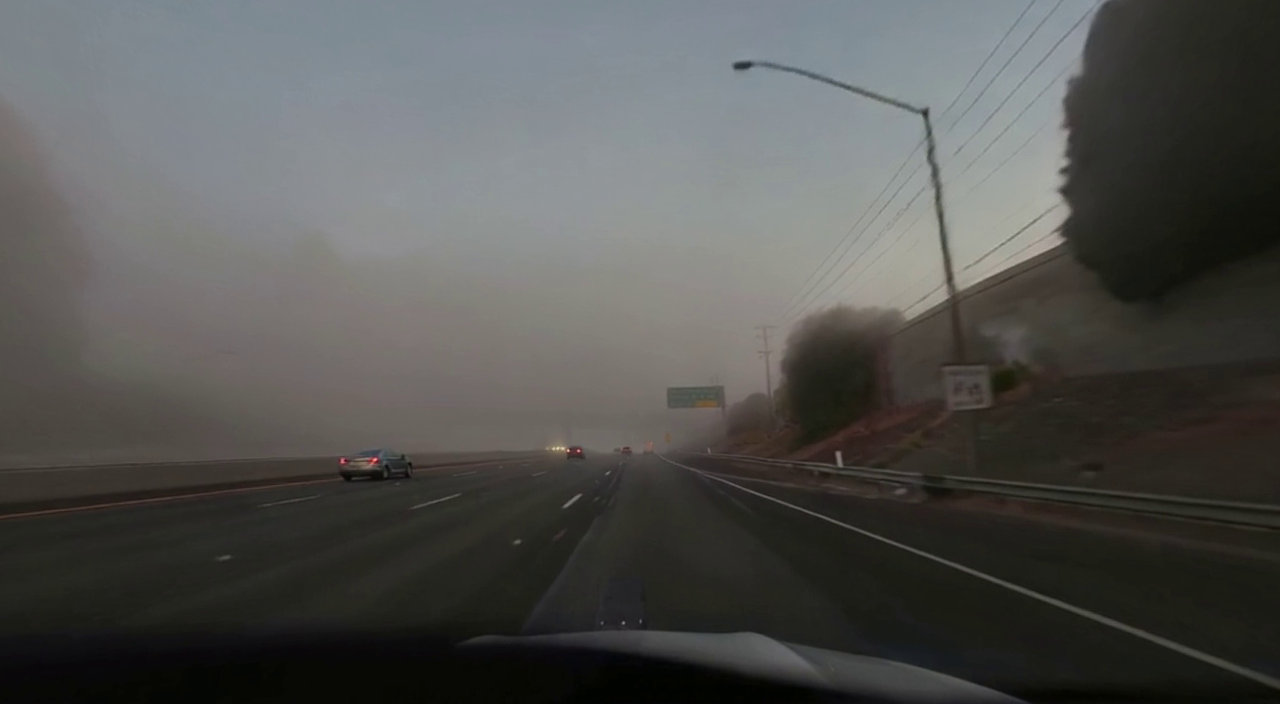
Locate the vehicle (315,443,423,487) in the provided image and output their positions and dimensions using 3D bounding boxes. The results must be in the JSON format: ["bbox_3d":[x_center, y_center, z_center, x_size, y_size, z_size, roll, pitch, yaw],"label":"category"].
[{"bbox_3d":[-10.144,4.235,24.066,2.056,1.476,4.562,-1,-8,1],"label":"vehicle"}]
